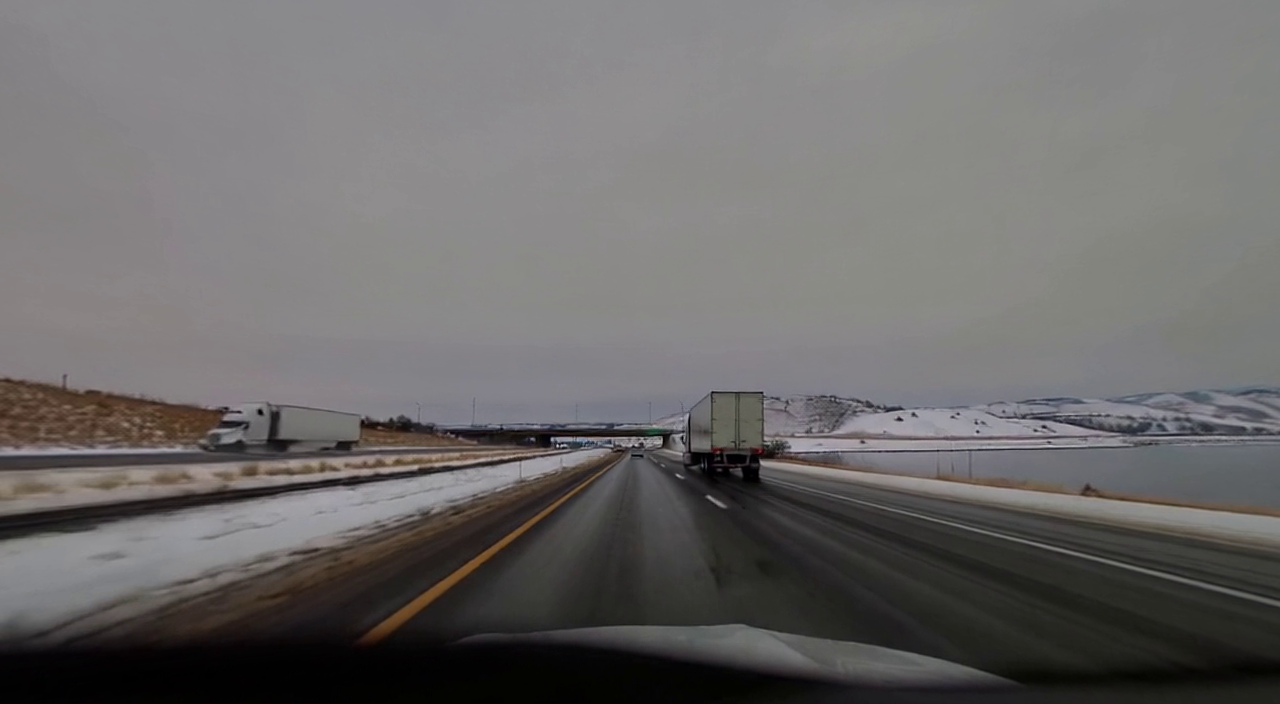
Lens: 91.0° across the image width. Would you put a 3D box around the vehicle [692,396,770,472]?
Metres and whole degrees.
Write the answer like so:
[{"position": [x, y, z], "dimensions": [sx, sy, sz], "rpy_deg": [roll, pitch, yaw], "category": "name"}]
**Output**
[{"position": [5.386, 5.388, 40.224], "dimensions": [3.035, 4.005, 13.454], "rpy_deg": [0, -9, 0], "category": "vehicle"}]
